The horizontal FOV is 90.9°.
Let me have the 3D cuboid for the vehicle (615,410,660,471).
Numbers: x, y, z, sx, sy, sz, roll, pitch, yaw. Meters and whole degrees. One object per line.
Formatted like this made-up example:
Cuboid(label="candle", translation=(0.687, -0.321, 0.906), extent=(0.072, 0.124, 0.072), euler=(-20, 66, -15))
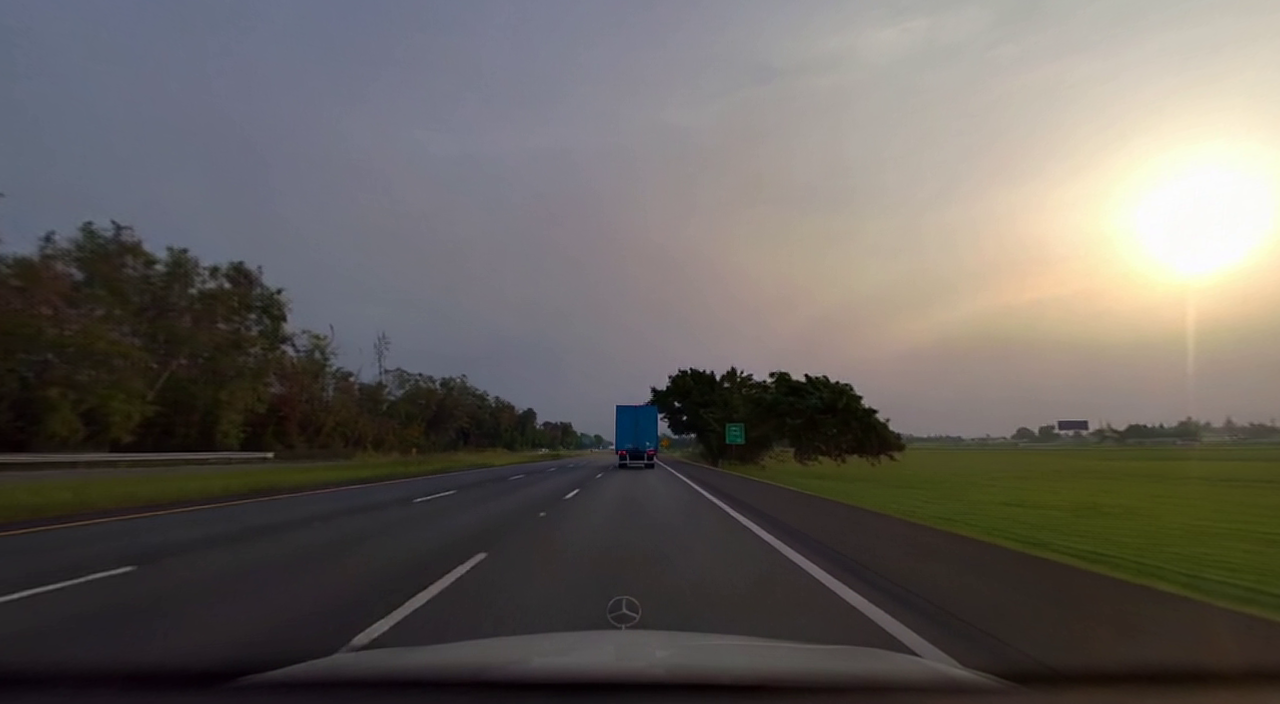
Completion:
Cuboid(label="vehicle", translation=(-0.260, 6.637, 46.838), extent=(2.982, 3.947, 11.075), euler=(0, -9, -1))
